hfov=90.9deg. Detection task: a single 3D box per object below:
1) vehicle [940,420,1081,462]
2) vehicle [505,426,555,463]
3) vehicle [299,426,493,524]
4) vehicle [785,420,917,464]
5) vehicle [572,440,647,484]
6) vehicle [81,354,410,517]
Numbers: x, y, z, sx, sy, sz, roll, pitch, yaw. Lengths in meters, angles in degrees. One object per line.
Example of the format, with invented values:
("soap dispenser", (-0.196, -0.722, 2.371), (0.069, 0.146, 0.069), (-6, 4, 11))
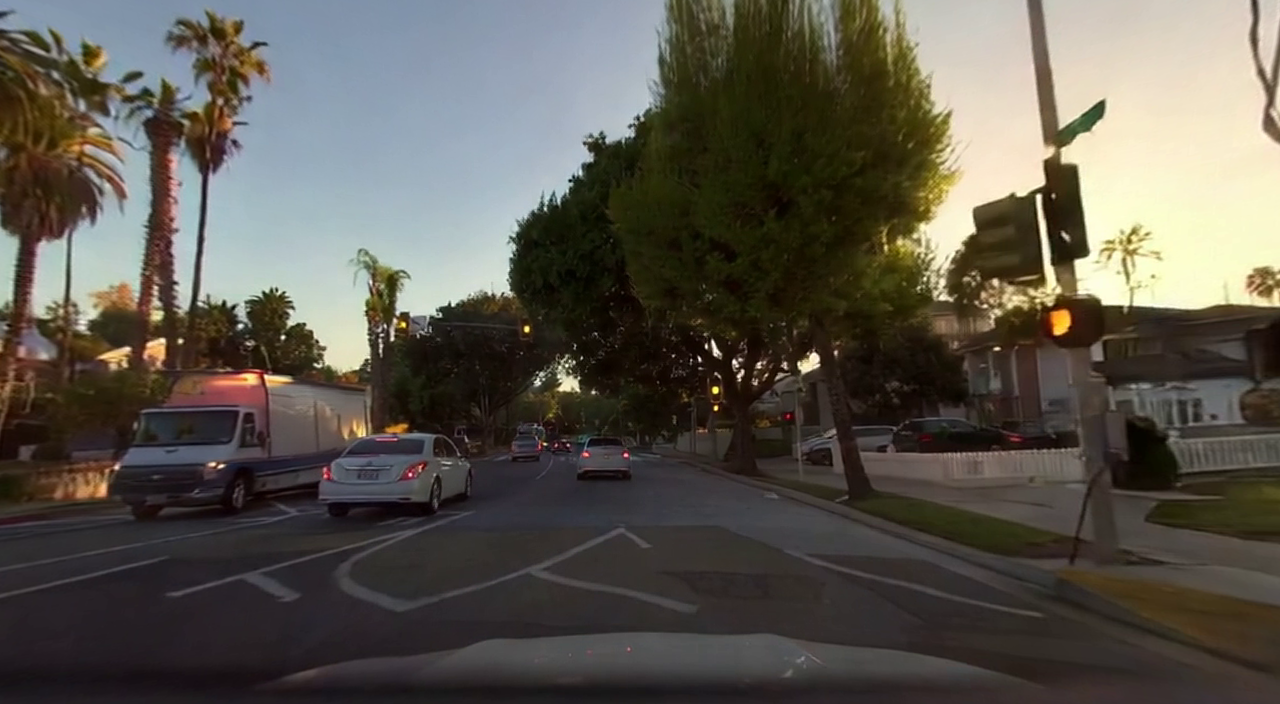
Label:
("vehicle", (14.683, 3.538, 25.058), (4.615, 1.555, 2.021), (2, -8, -15))
("vehicle", (-5.981, 5.112, 34.836), (2.032, 1.852, 4.571), (-1, -8, -1))
("vehicle", (-4.128, 2.129, 11.537), (1.709, 1.425, 4.337), (-1, -8, 2))
("vehicle", (8.770, 3.736, 26.285), (4.742, 1.690, 2.218), (2, -9, -18))
("vehicle", (-0.956, 3.412, 19.893), (2.131, 1.222, 3.868), (0, -8, -2))
("vehicle", (-7.816, 1.847, 13.927), (2.821, 2.701, 6.721), (0, -8, 1))
